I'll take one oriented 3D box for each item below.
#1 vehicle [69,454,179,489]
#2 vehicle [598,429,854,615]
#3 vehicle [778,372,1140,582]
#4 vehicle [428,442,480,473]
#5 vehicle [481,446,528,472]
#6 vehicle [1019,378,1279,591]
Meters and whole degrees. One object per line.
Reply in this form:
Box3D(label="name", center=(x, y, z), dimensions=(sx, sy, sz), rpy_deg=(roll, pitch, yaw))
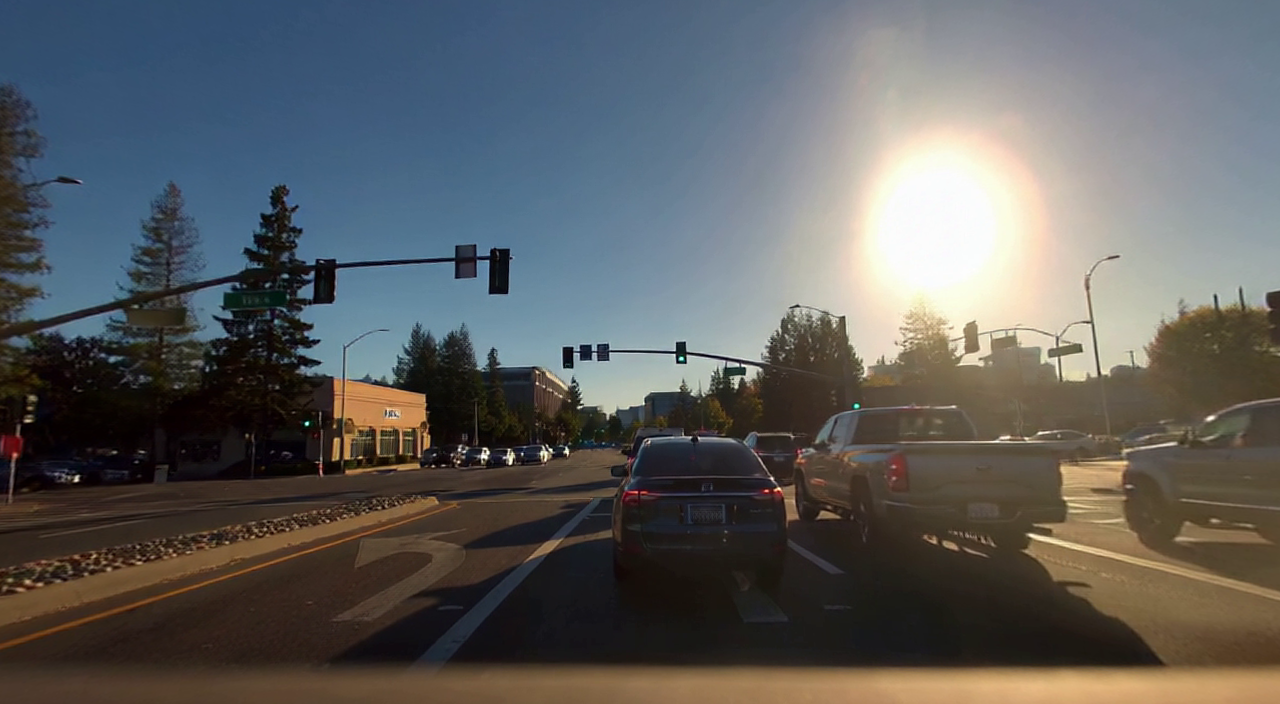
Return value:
Box3D(label="vehicle", center=(-29.078, 6.696, 35.601), dimensions=(4.789, 1.828, 2.025), rpy_deg=(-2, -9, 10))
Box3D(label="vehicle", center=(0.600, 1.621, 6.939), dimensions=(2.038, 1.447, 3.756), rpy_deg=(0, -8, -3))
Box3D(label="vehicle", center=(3.827, 1.647, 9.133), dimensions=(2.358, 2.116, 5.328), rpy_deg=(0, -8, -1))
Box3D(label="vehicle", center=(-11.889, 6.749, 40.624), dimensions=(1.991, 1.844, 4.393), rpy_deg=(0, -8, 0))
Box3D(label="vehicle", center=(-8.357, 6.617, 39.237), dimensions=(2.002, 1.469, 4.301), rpy_deg=(0, -8, -1))
Box3D(label="vehicle", center=(7.264, 1.459, 7.349), dimensions=(2.323, 2.009, 5.266), rpy_deg=(0, -8, -1))
